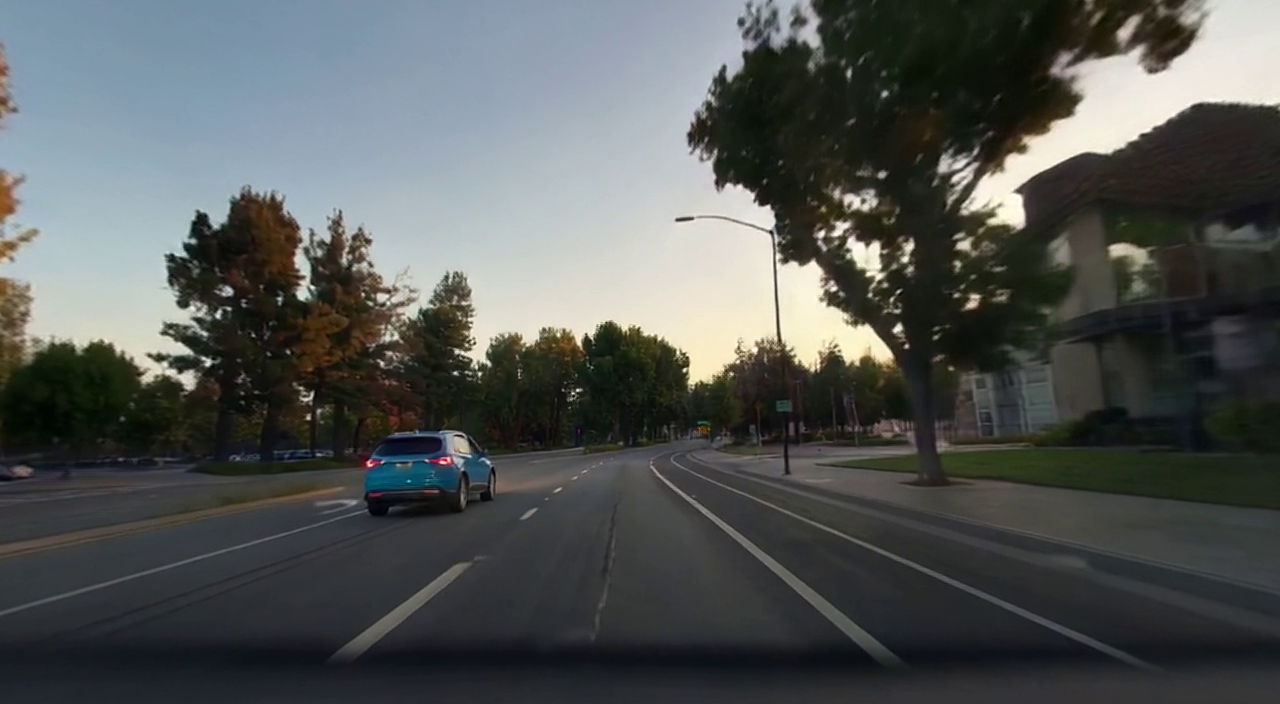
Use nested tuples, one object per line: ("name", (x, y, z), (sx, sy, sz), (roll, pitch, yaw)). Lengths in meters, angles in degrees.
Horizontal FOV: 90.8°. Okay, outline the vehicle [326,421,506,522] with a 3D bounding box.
("vehicle", (-4.337, 2.388, 13.152), (2.121, 1.724, 4.392), (0, -9, 0))
